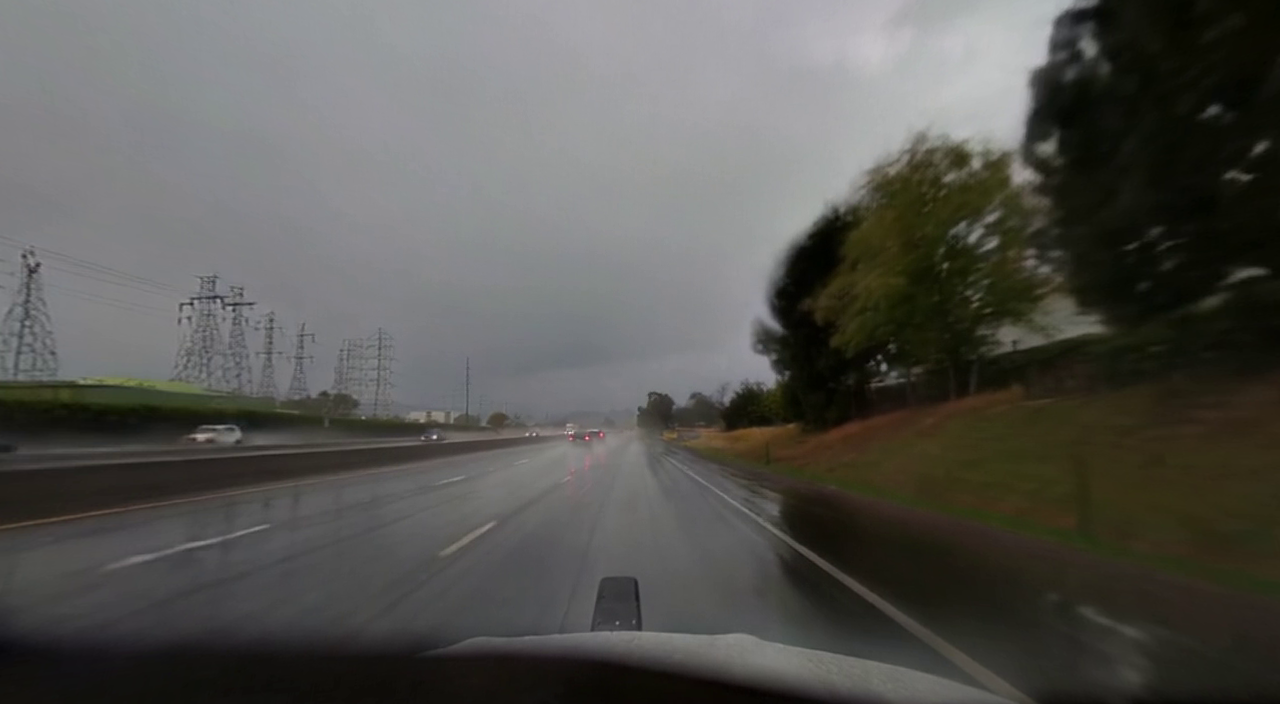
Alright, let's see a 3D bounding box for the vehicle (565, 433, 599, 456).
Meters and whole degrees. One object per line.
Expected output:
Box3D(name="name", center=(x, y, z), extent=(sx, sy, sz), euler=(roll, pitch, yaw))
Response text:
Box3D(name="vehicle", center=(-3.871, 6.225, 42.472), extent=(1.952, 1.462, 3.969), euler=(0, -8, -1))
